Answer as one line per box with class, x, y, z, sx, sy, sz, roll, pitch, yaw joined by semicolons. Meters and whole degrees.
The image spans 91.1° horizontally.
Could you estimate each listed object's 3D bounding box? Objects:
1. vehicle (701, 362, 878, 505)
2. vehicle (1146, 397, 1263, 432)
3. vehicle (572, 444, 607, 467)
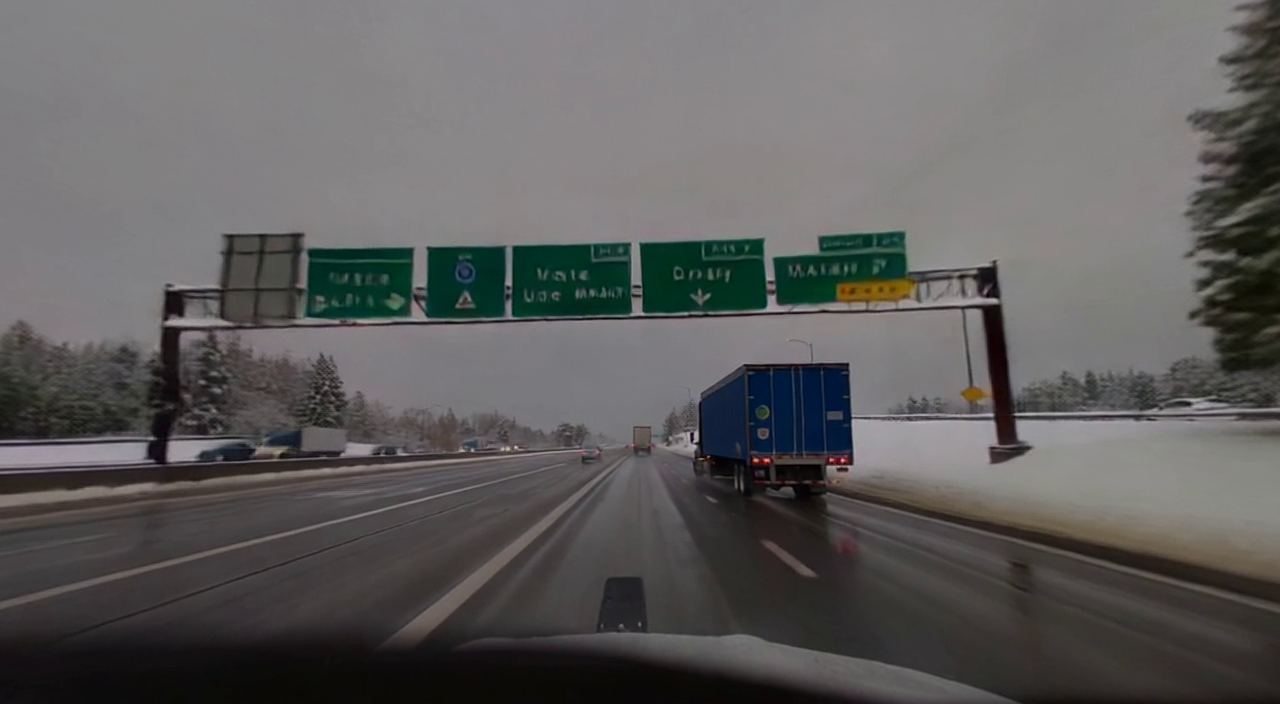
vehicle;4.071;2.722;20.334;3.049;3.395;10.595;0;-9;-1
vehicle;28.623;3.230;32.051;1.928;1.603;4.315;1;-7;-2
vehicle;-3.549;7.415;45.309;2.143;1.529;4.918;0;-9;0
